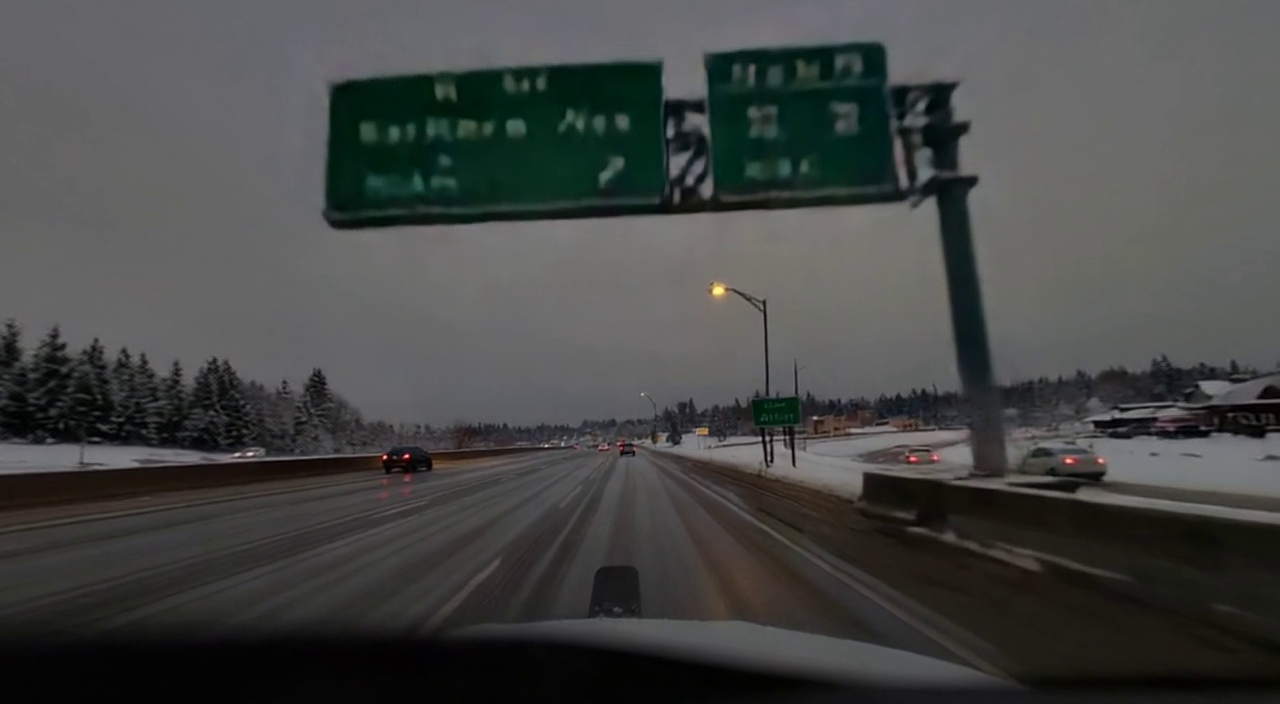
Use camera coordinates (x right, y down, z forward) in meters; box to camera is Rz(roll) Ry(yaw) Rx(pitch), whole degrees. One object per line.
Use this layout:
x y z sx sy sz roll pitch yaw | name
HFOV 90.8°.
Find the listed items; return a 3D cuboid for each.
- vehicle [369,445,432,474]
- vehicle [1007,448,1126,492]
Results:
-14.327 6.421 38.044 2.057 1.619 4.443 0 -8 0 | vehicle
19.242 5.304 28.863 2.172 1.778 5.085 -1 -8 5 | vehicle
